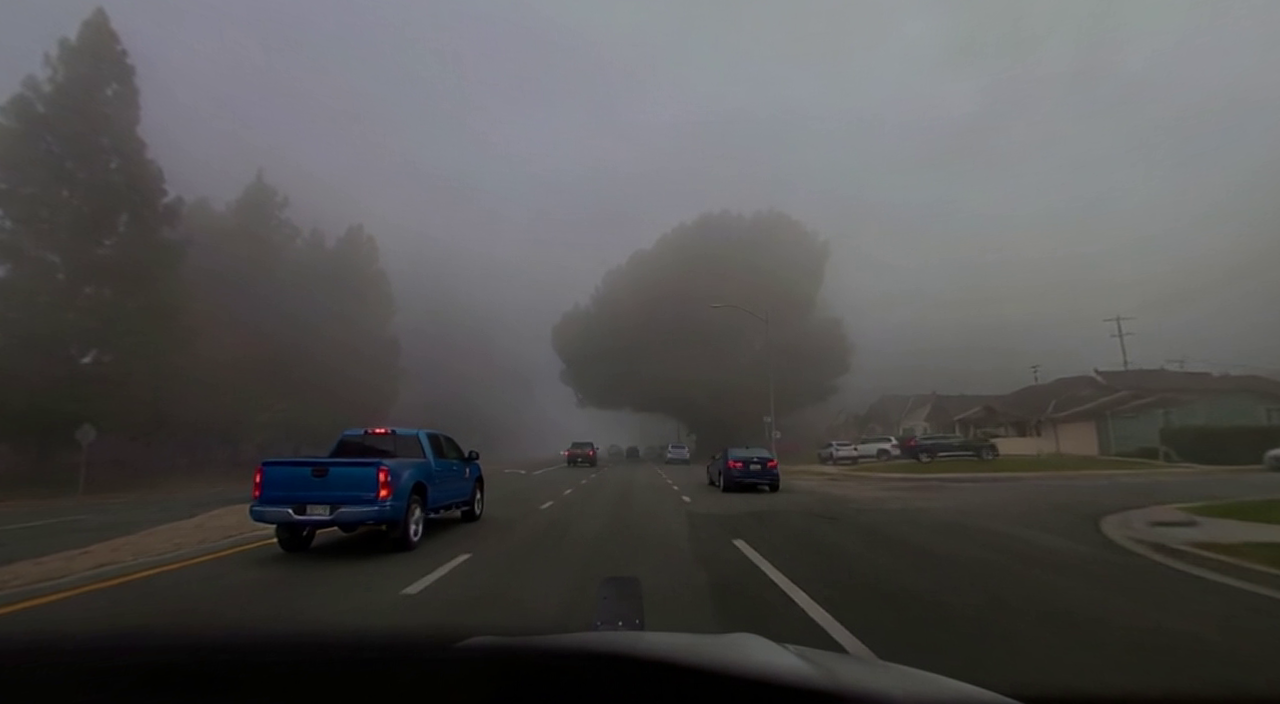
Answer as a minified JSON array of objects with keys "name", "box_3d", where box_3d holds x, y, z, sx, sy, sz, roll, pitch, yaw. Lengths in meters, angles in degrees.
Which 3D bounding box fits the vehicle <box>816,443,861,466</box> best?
[{"name":"vehicle","box_3d":[13.641,7.045,43.615,1.929,1.502,4.177,-1,-9,3]}]

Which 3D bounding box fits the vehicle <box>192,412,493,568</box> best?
[{"name":"vehicle","box_3d":[-3.986,1.957,9.857,2.111,1.745,5.274,0,-8,0]}]

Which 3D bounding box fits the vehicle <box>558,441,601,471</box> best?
[{"name":"vehicle","box_3d":[-3.823,6.667,40.647,2.218,1.829,4.492,0,-9,1]}]

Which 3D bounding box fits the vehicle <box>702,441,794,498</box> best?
[{"name":"vehicle","box_3d":[3.032,3.394,18.655,1.884,1.463,4.195,0,-8,-1]}]

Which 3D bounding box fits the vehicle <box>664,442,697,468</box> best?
[{"name":"vehicle","box_3d":[3.064,7.969,49.016,2.099,1.845,4.363,0,-9,-2]}]

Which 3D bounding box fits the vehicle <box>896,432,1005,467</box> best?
[{"name":"vehicle","box_3d":[17.107,5.381,35.016,1.991,1.806,4.902,7,-11,-39]}]
